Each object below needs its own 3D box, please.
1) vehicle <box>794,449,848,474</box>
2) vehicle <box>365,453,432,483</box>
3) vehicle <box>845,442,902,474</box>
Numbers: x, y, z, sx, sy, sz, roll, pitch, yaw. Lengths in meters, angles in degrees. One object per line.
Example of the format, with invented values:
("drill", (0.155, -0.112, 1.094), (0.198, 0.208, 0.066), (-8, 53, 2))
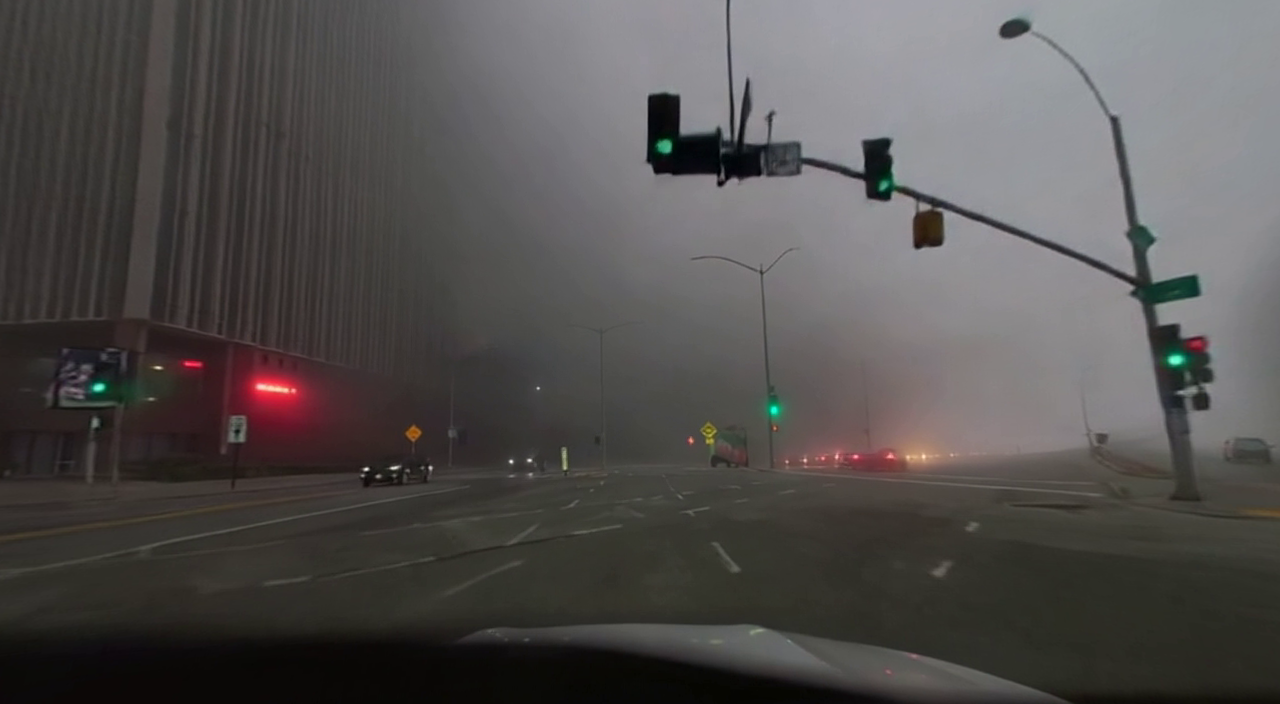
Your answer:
("vehicle", (11.828, 7.081, 41.047), (2.023, 1.527, 5.016), (-6, -11, 31))
("vehicle", (-14.649, 7.037, 38.592), (2.161, 1.681, 4.743), (0, -9, 1))
("vehicle", (14.884, 6.697, 40.080), (2.232, 1.814, 5.285), (-6, -11, 31))
